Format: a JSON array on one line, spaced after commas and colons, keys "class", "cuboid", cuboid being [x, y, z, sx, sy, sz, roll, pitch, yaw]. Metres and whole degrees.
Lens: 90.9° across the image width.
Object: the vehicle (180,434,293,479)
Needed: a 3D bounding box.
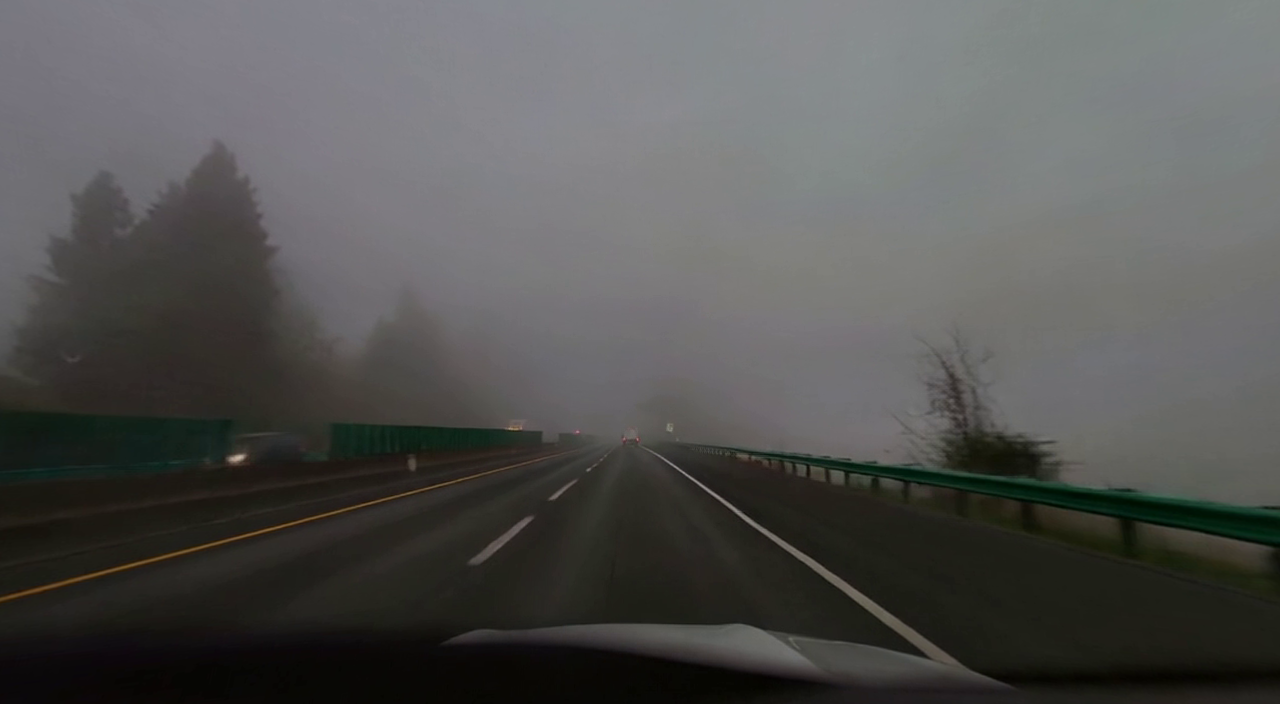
[{"class": "vehicle", "cuboid": [-16.779, 4.330, 26.505, 1.973, 1.703, 4.250, 0, -7, -1]}]
